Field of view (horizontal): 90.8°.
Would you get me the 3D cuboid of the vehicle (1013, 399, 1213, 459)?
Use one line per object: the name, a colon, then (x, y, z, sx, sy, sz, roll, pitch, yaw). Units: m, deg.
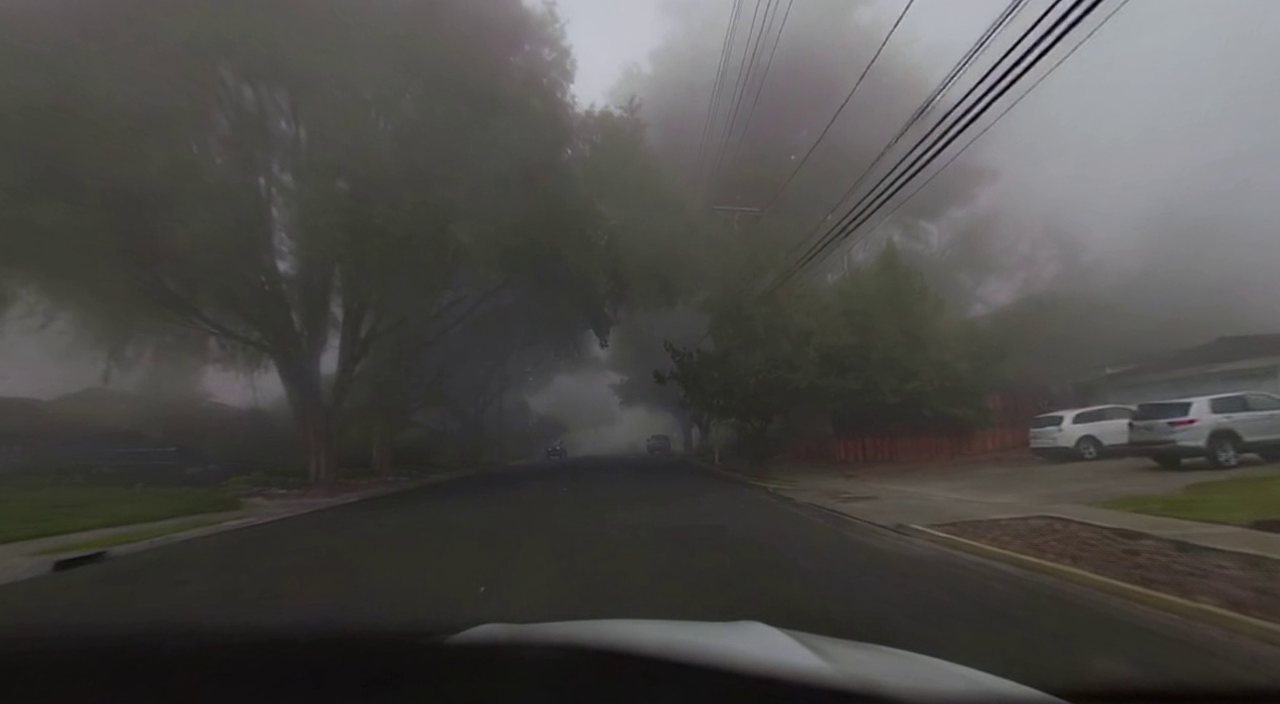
vehicle: (14.540, 2.415, 19.594, 4.672, 1.732, 2.020, 1, -8, -6)

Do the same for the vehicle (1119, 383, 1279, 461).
vehicle: (15.258, 1.794, 16.040, 4.562, 1.832, 1.987, 0, -8, -3)

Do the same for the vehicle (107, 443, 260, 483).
vehicle: (-17.730, 4.276, 24.691, 4.519, 1.426, 1.903, 8, -12, -44)
